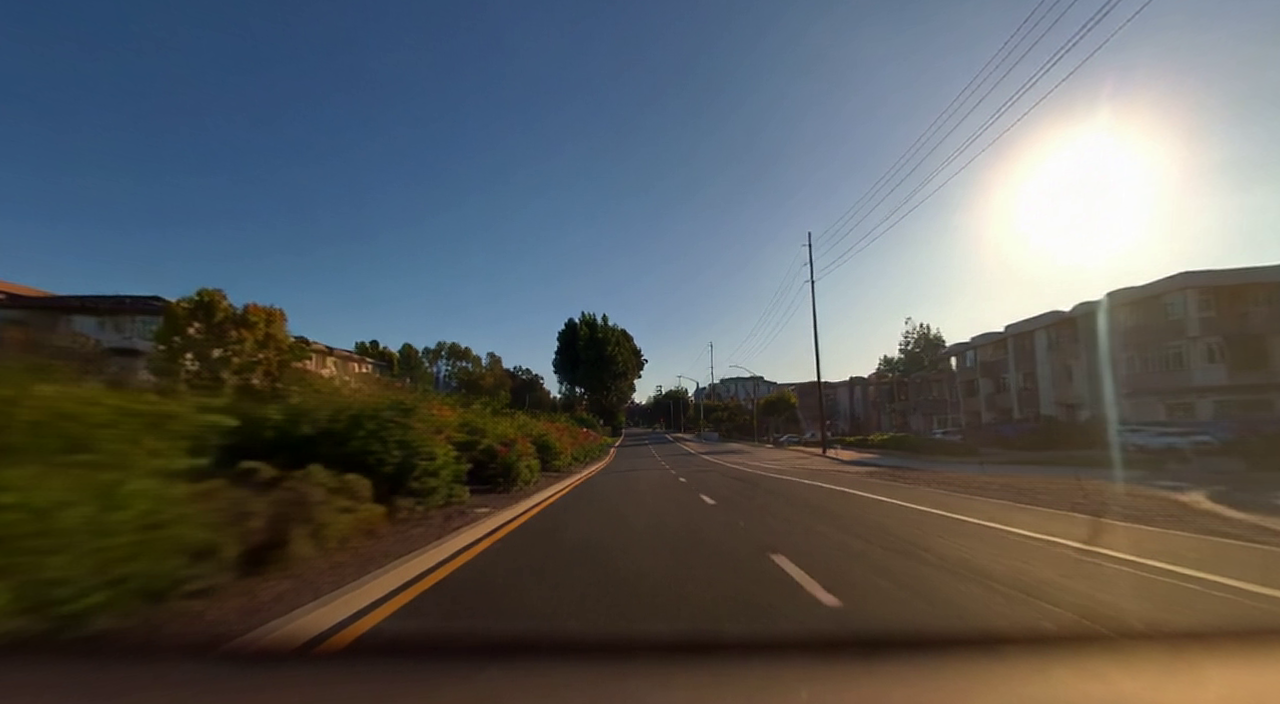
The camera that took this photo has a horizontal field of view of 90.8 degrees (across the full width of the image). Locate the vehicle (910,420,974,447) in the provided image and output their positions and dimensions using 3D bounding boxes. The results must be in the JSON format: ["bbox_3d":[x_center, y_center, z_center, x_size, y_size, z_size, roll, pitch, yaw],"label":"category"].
[{"bbox_3d":[23.186,6.363,48.763,2.206,1.947,5.463,0,-8,0],"label":"vehicle"}]

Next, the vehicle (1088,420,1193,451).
[{"bbox_3d":[28.369,4.796,36.047,1.868,1.599,4.741,0,-8,-4],"label":"vehicle"}]

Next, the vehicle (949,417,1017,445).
[{"bbox_3d":[26.299,6.147,48.749,2.212,2.073,5.220,0,-8,-1],"label":"vehicle"}]

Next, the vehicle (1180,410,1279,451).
[{"bbox_3d":[33.180,4.342,34.473,2.264,2.032,5.539,0,-8,-2],"label":"vehicle"}]
